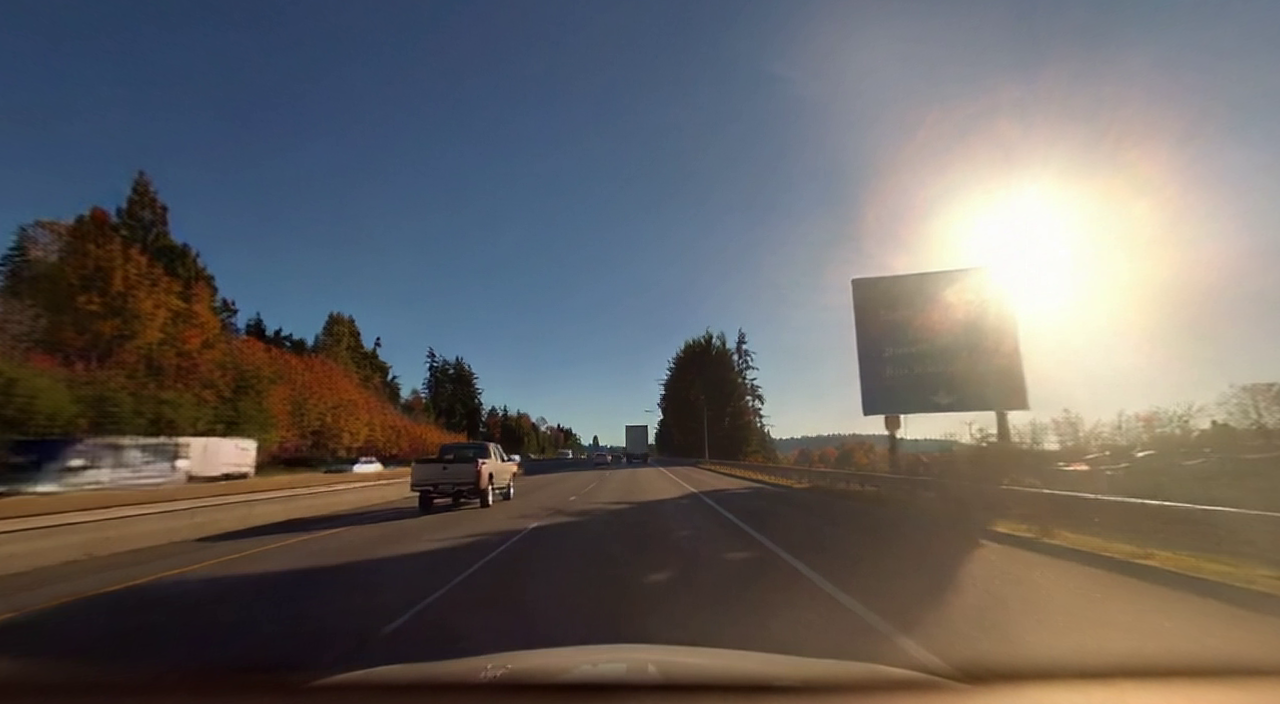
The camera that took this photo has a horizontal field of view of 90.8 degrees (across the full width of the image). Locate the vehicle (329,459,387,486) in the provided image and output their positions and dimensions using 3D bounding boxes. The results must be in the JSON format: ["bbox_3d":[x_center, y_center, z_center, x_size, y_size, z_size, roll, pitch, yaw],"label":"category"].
[{"bbox_3d":[-16.907,7.241,37.999,1.791,1.483,3.609,0,-9,0],"label":"vehicle"}]

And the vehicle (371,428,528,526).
[{"bbox_3d":[-4.056,2.756,14.403,2.079,1.845,4.654,0,-9,0],"label":"vehicle"}]
